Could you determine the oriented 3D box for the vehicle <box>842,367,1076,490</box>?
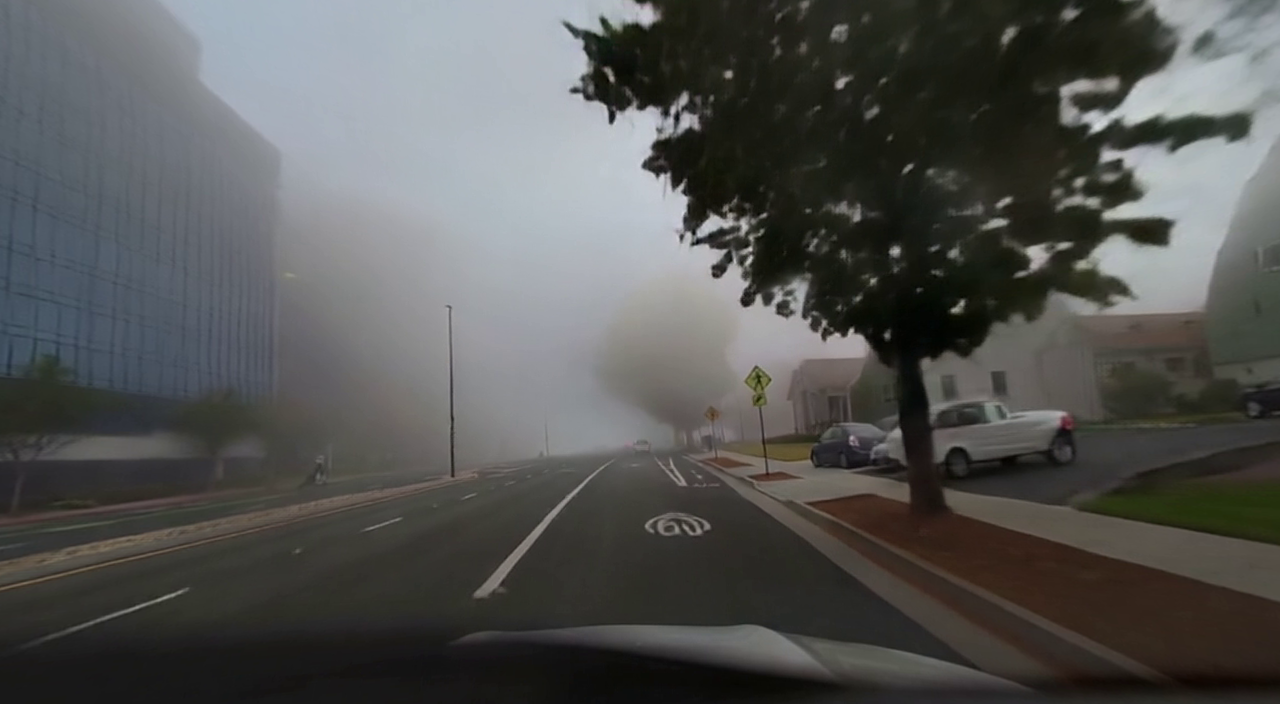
[{"bbox_3d":[6.473,1.726,13.774,2.160,1.944,5.086,-7,-8,-2],"label":"vehicle"}]
